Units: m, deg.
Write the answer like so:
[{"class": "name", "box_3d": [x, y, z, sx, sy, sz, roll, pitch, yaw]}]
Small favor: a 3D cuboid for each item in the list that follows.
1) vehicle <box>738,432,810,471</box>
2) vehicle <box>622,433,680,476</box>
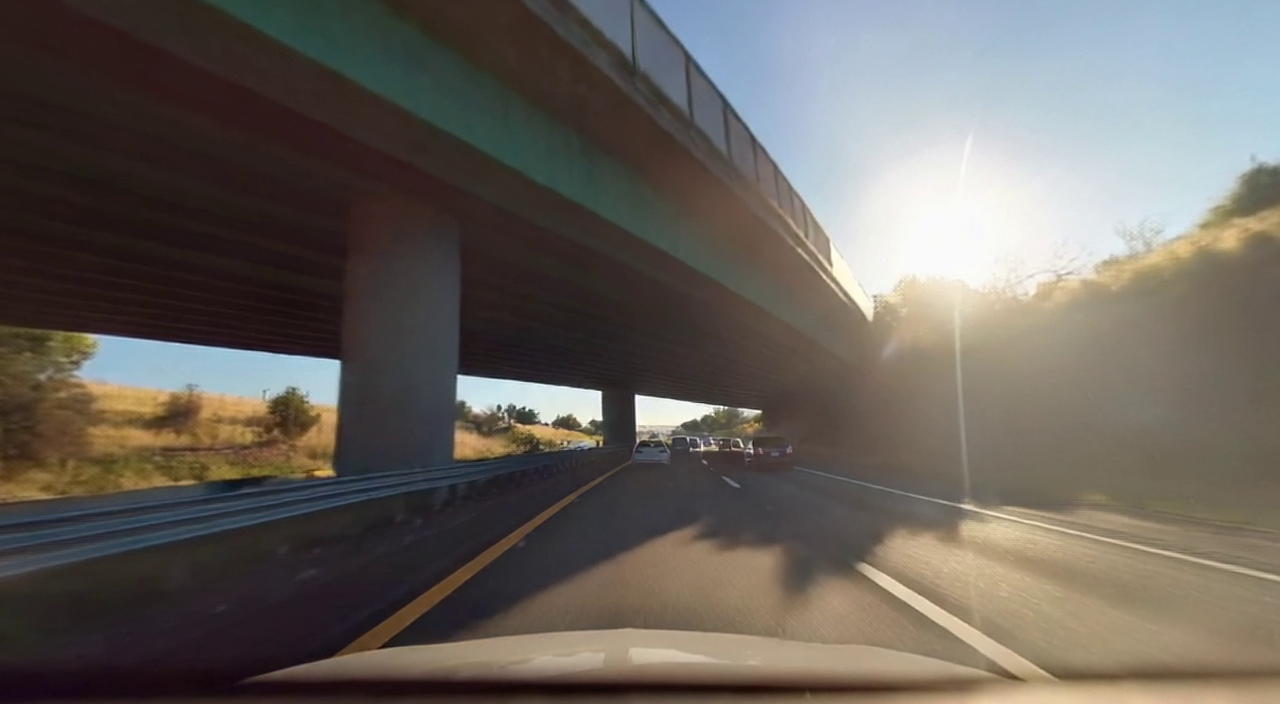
[{"class": "vehicle", "box_3d": [5.496, 4.150, 26.488, 2.163, 1.489, 4.470, 0, -8, 2]}, {"class": "vehicle", "box_3d": [0.479, 3.815, 23.695, 1.993, 1.461, 3.812, -1, -8, 3]}]
